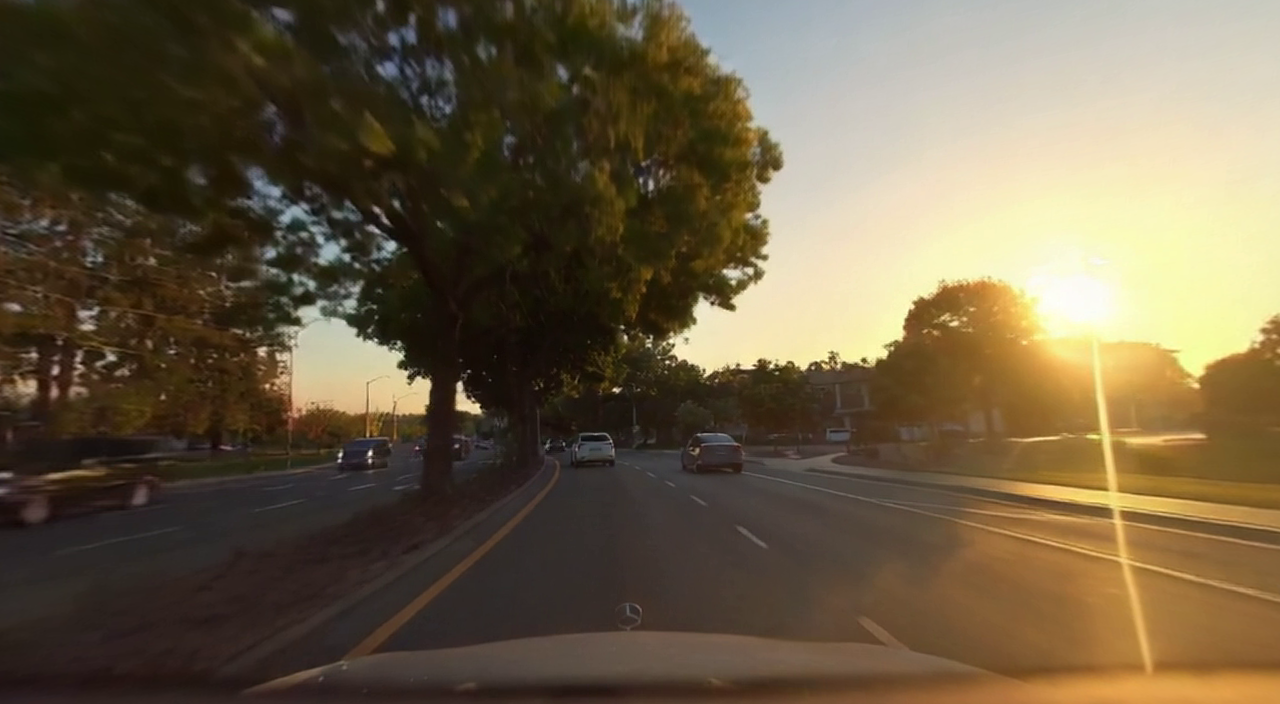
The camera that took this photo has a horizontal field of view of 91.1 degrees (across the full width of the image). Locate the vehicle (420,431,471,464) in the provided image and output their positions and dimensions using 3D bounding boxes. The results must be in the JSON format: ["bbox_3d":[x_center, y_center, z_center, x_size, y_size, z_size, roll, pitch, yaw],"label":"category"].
[{"bbox_3d":[-11.579,5.685,37.662,2.211,1.801,4.894,1,-8,-10],"label":"vehicle"}]

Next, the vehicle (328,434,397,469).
[{"bbox_3d":[-15.522,5.570,35.465,2.288,1.842,4.837,1,-8,-9],"label":"vehicle"}]

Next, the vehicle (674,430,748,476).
[{"bbox_3d":[2.474,3.663,23.176,1.915,1.495,4.880,1,-8,-3],"label":"vehicle"}]

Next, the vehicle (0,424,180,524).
[{"bbox_3d":[-13.143,2.589,13.902,2.162,1.848,5.214,0,-8,-3],"label":"vehicle"}]

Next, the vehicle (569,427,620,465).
[{"bbox_3d":[-2.429,4.802,32.256,2.165,1.783,4.391,1,-8,-10],"label":"vehicle"}]
